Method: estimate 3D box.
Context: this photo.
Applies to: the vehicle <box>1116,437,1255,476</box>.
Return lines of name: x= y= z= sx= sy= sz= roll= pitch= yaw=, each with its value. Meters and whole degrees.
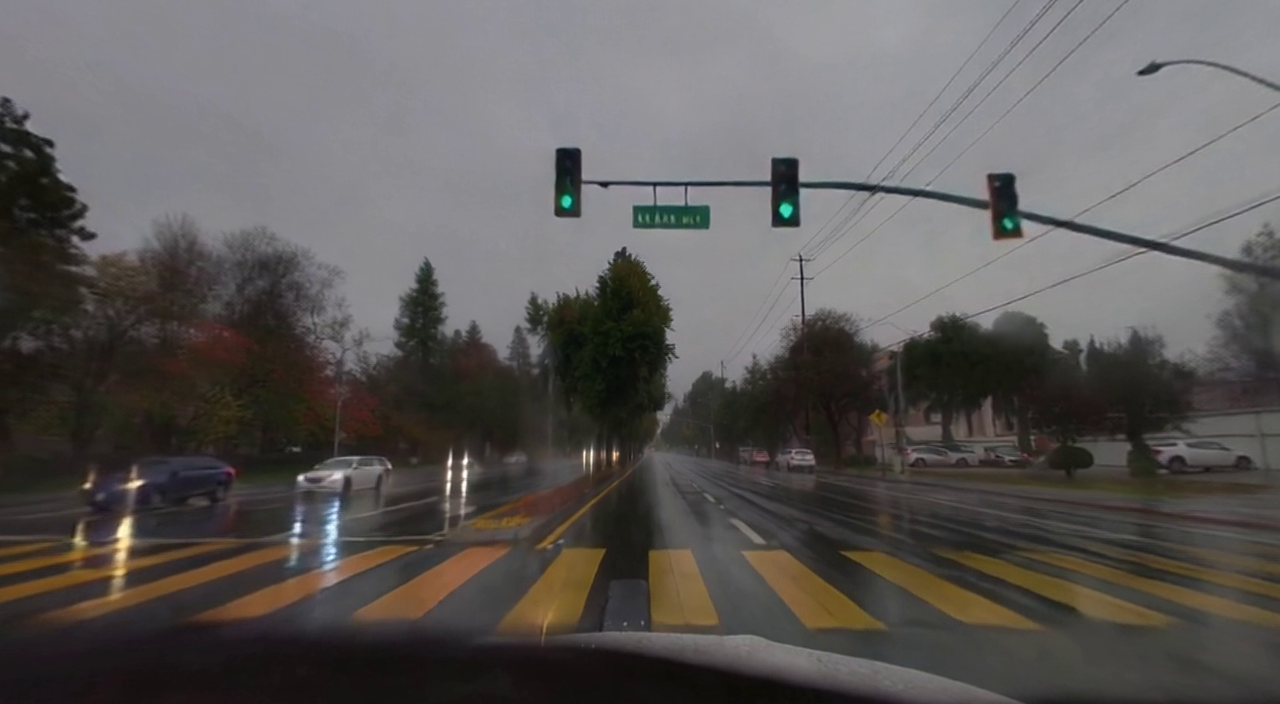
vehicle: x=25.188 y=4.822 z=29.241 sx=4.518 sy=1.508 sz=1.938 roll=2 pitch=-9 yaw=5

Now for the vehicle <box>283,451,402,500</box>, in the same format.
vehicle: x=-10.293 y=4.264 z=22.243 sx=1.899 sy=1.464 sz=4.418 roll=0 pitch=-8 yaw=2

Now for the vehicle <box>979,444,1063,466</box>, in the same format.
vehicle: x=25.671 y=6.981 z=42.612 sx=4.368 sy=1.394 sz=1.983 roll=0 pitch=-9 yaw=1

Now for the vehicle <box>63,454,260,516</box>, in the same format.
vehicle: x=-13.546 y=3.753 z=18.333 sx=1.909 sy=1.449 sz=4.775 roll=0 pitch=-8 yaw=1

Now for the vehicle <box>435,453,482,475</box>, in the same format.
vehicle: x=-13.469 y=8.295 z=47.026 sx=2.047 sy=1.467 sz=4.611 roll=0 pitch=-8 yaw=1

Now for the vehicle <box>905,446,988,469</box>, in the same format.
vehicle: x=20.880 y=7.204 z=43.091 sx=4.664 sy=1.504 sz=1.816 roll=0 pitch=-8 yaw=2
